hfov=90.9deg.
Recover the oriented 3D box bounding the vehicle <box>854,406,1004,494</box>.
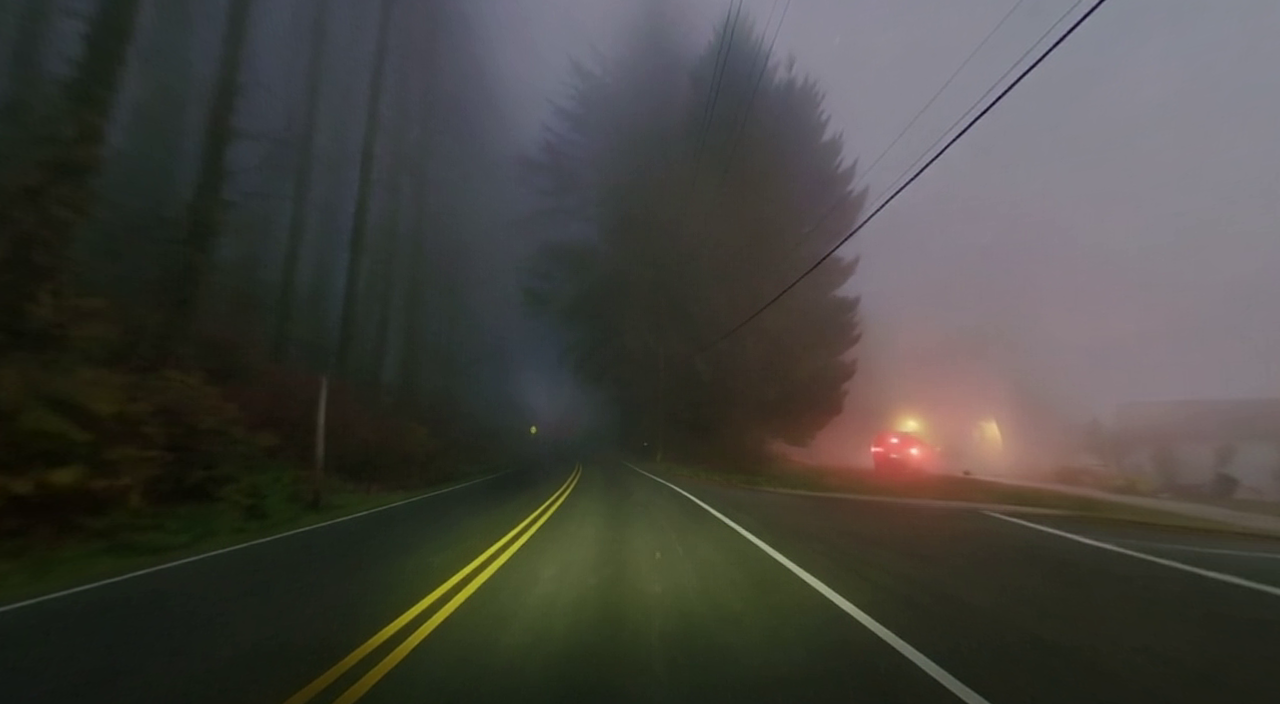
[{"bbox_3d":[12.829,4.350,28.103,5.297,3.064,2.935,10,-8,-15],"label":"vehicle"}]
